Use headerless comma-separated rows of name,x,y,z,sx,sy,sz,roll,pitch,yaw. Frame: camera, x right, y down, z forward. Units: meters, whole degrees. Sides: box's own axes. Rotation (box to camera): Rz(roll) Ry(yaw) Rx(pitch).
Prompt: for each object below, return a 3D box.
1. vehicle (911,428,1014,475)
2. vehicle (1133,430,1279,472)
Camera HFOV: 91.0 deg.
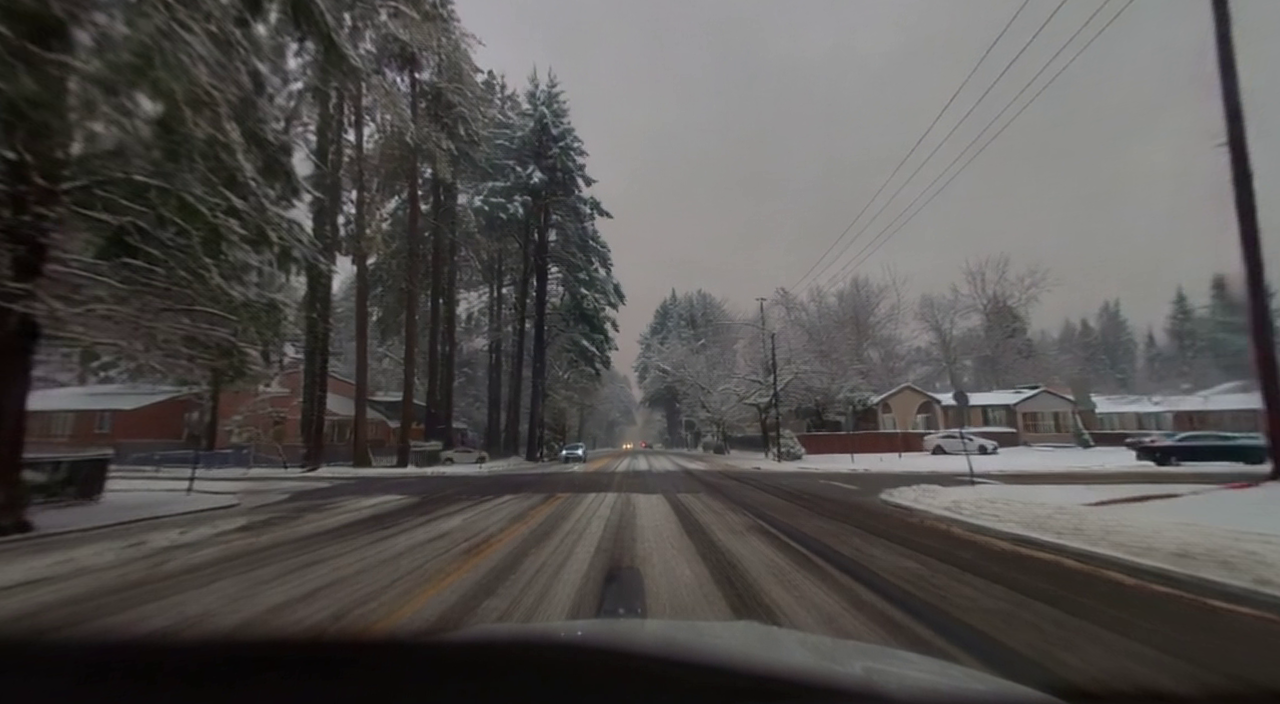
vehicle,14.515,4.441,28.217,4.771,1.912,2.137,6,-11,-37
vehicle,24.601,4.282,27.311,4.508,1.687,2.070,-3,-9,21
